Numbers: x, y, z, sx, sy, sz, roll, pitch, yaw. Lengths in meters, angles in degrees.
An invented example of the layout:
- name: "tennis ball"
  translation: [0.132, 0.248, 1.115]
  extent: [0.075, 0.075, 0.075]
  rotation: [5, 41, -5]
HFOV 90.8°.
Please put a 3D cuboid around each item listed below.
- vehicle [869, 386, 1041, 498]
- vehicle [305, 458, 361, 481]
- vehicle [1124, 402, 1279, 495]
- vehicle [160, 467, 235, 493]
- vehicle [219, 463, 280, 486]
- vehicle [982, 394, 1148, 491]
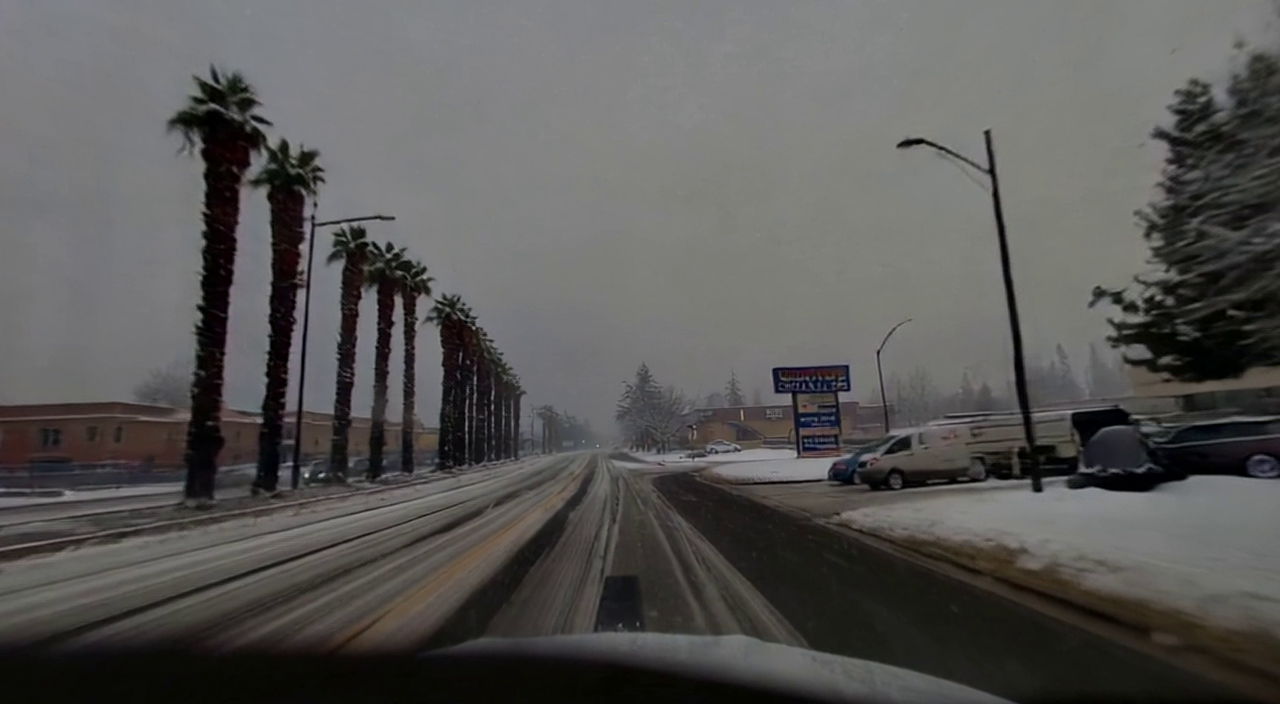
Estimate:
- name: "vehicle"
  translation: [9.692, 2.746, 19.207]
  extent: [5.942, 2.851, 2.531]
  rotation: [8, -12, -42]
- name: "vehicle"
  translation: [-22.472, 8.579, 46.412]
  extent: [1.970, 1.511, 4.836]
  rotation: [0, -9, -4]
- name: "vehicle"
  translation: [16.048, 2.515, 17.484]
  extent: [2.525, 2.043, 6.684]
  rotation: [-7, -8, 24]
- name: "vehicle"
  translation: [-28.320, 8.168, 40.630]
  extent: [1.909, 1.436, 4.443]
  rotation: [1, -9, -5]
- name: "vehicle"
  translation: [-28.758, 9.037, 46.674]
  extent: [1.861, 1.474, 4.719]
  rotation: [1, -9, -6]
- name: "vehicle"
  translation: [11.740, 2.481, 17.246]
  extent: [2.514, 2.172, 5.798]
  rotation: [-9, -12, 44]
